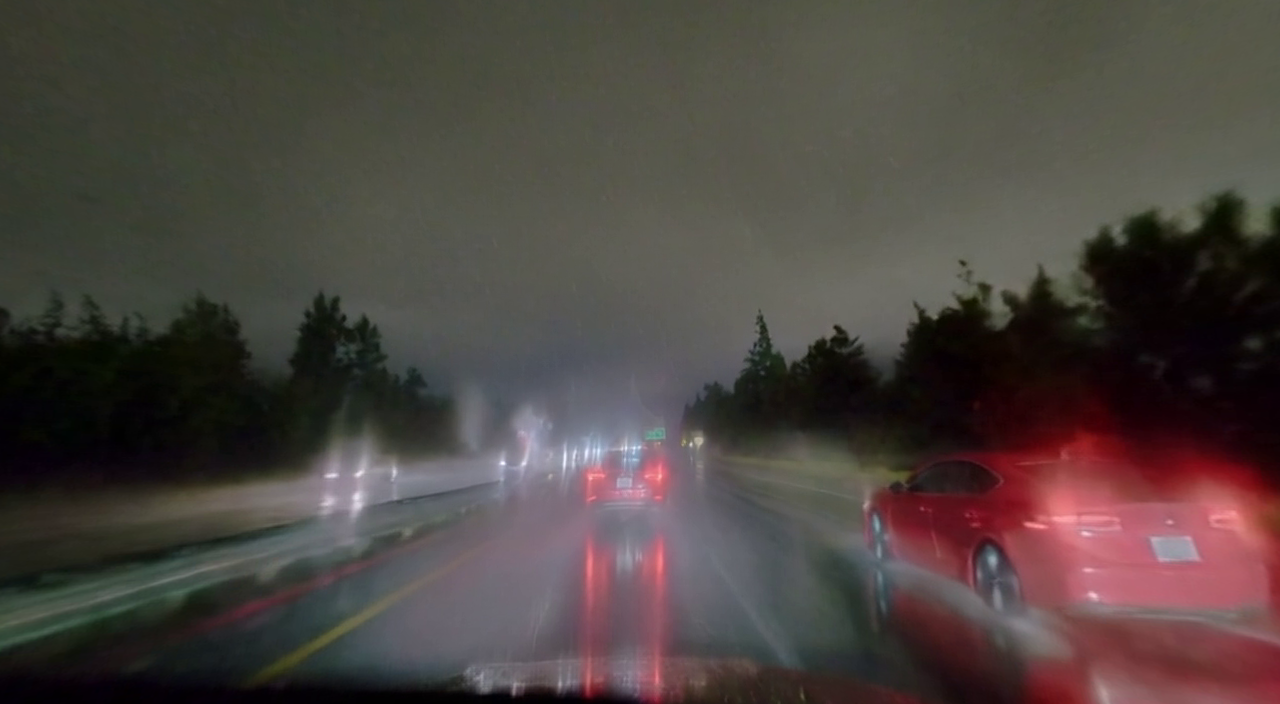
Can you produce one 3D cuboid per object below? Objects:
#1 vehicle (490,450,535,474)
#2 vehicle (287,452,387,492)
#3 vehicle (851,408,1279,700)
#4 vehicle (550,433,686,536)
[{"bbox_3d":[-8.901,7.685,44.088,1.925,1.558,4.069,-2,-9,7],"label":"vehicle"},{"bbox_3d":[-13.176,5.214,27.596,1.907,1.566,4.287,-1,-9,6],"label":"vehicle"},{"bbox_3d":[3.598,1.382,5.434,2.021,1.533,4.014,0,-9,-2],"label":"vehicle"},{"bbox_3d":[-0.392,2.381,11.867,2.083,1.548,4.251,0,-9,-1],"label":"vehicle"}]
